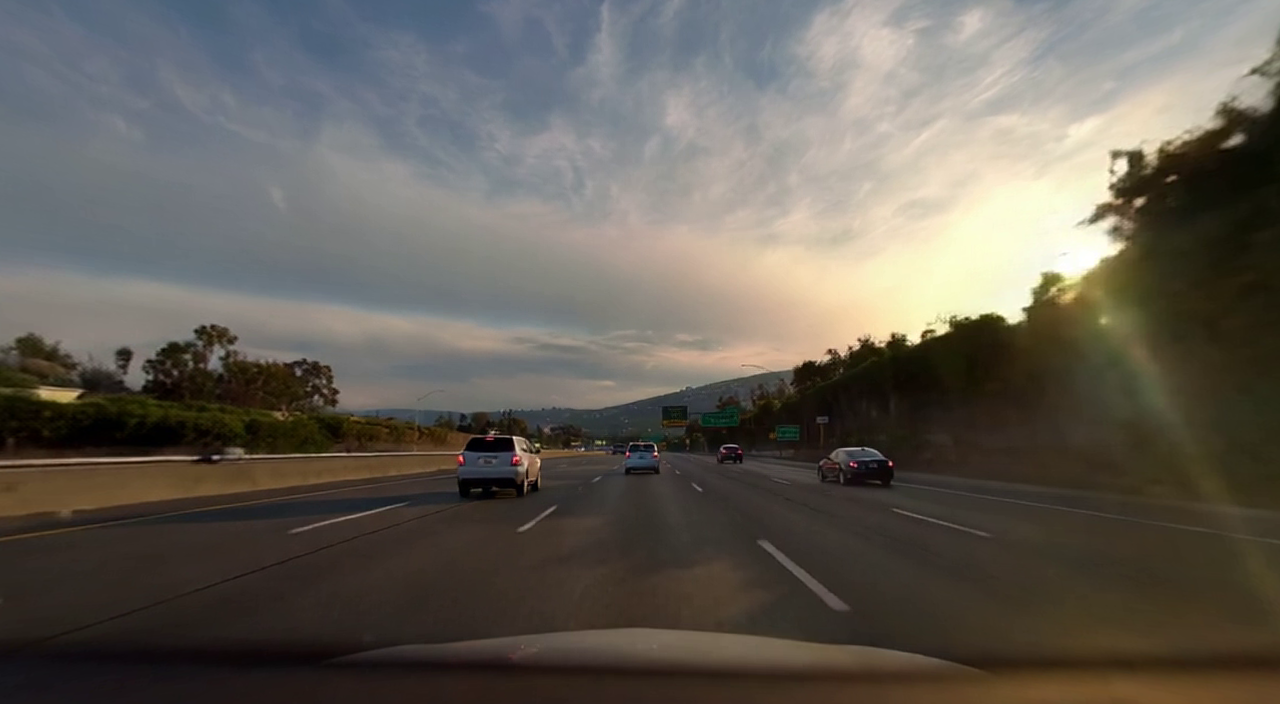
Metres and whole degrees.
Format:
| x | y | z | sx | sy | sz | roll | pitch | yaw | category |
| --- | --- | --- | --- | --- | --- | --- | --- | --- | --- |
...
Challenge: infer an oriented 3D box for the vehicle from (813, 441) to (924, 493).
| x | y | z | sx | sy | sz | roll | pitch | yaw | category |
| --- | --- | --- | --- | --- | --- | --- | --- | --- | --- |
| 7.248 | 3.689 | 20.496 | 1.936 | 1.480 | 4.373 | 0 | -9 | 0 | vehicle |

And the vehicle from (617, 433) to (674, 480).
| x | y | z | sx | sy | sz | roll | pitch | yaw | category |
| --- | --- | --- | --- | --- | --- | --- | --- | --- | --- |
| 0.243 | 4.570 | 27.809 | 2.270 | 1.862 | 4.949 | 0 | -9 | 1 | vehicle |

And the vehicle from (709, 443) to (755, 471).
| x | y | z | sx | sy | sz | roll | pitch | yaw | category |
| --- | --- | --- | --- | --- | --- | --- | --- | --- | --- |
| 5.204 | 6.015 | 36.188 | 2.005 | 1.456 | 4.287 | 0 | -9 | 0 | vehicle |

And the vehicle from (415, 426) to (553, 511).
| x | y | z | sx | sy | sz | roll | pitch | yaw | category |
| --- | --- | --- | --- | --- | --- | --- | --- | --- | --- |
| -3.576 | 2.769 | 15.380 | 2.142 | 1.759 | 4.297 | 0 | -9 | 2 | vehicle |
